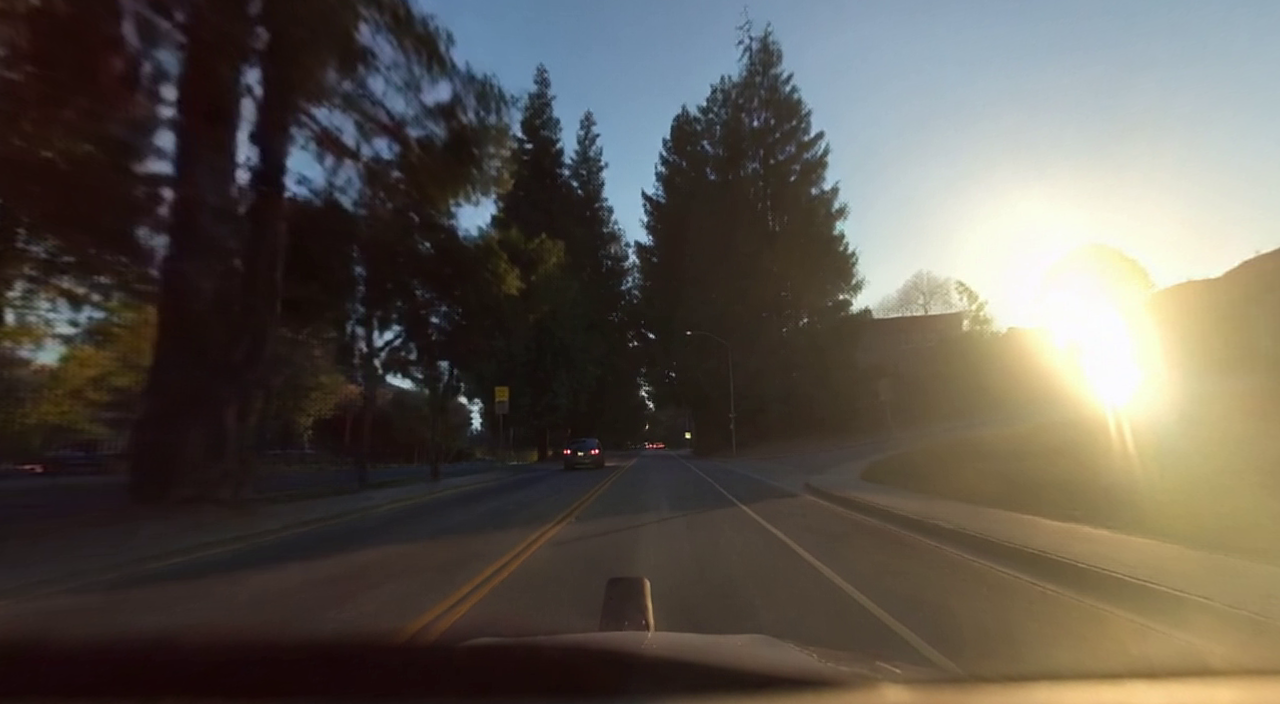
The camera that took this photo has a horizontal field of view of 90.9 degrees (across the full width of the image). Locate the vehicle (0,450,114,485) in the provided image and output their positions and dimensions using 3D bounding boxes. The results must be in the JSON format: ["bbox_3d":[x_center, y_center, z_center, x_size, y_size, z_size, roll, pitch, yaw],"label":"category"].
[{"bbox_3d":[-28.537,5.515,30.514,1.866,1.479,4.731,-1,-8,4],"label":"vehicle"}]

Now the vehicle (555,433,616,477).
[{"bbox_3d":[-2.185,4.300,26.591,2.016,1.694,4.335,0,-8,2],"label":"vehicle"}]
